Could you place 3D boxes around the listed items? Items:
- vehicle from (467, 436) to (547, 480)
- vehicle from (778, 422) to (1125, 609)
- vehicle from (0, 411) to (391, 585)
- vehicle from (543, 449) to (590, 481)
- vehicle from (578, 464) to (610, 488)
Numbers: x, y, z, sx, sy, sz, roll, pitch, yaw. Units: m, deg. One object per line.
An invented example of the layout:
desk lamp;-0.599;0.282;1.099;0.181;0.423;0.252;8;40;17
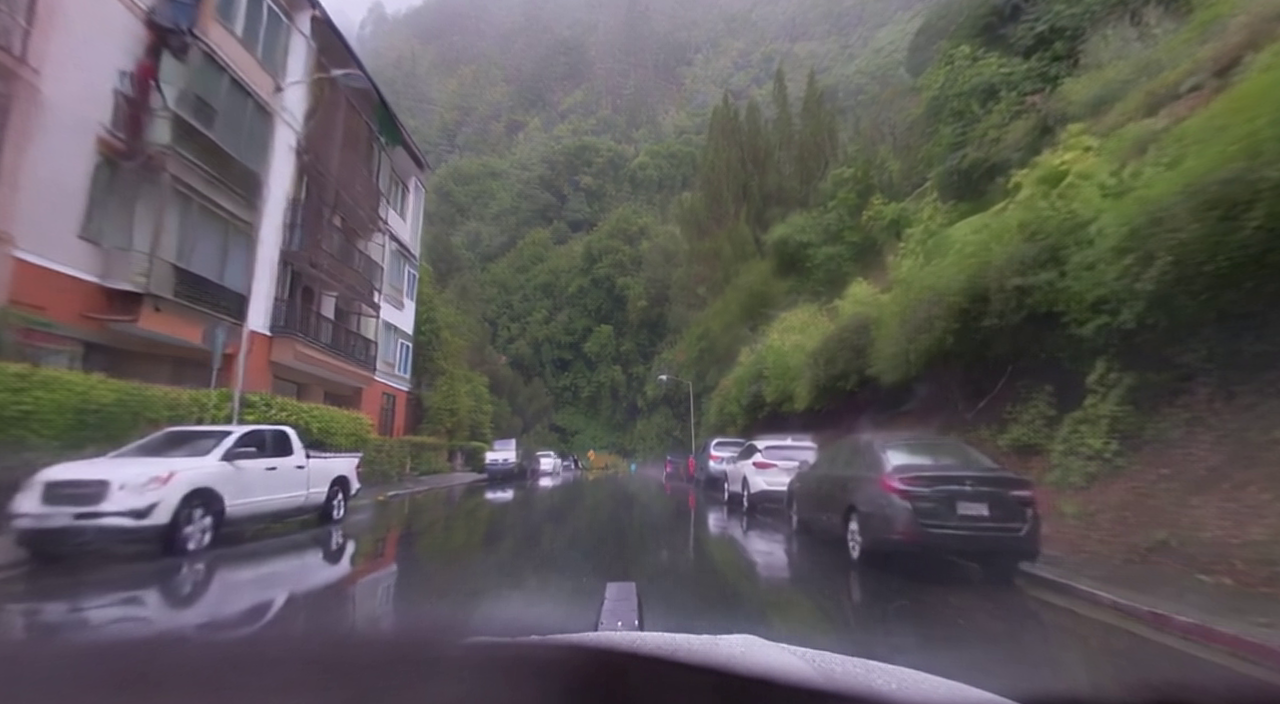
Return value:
vehicle;-6.425;5.369;31.330;2.692;1.949;5.948;0;-11;0
vehicle;3.218;1.768;7.781;1.926;1.602;4.433;0;-9;-1
vehicle;-6.191;1.984;9.616;2.374;1.843;5.638;0;-9;1
vehicle;-3.573;5.624;31.357;1.856;1.474;4.522;0;-10;-1
vehicle;-3.320;9.148;46.135;2.102;1.621;4.627;0;-13;-2
